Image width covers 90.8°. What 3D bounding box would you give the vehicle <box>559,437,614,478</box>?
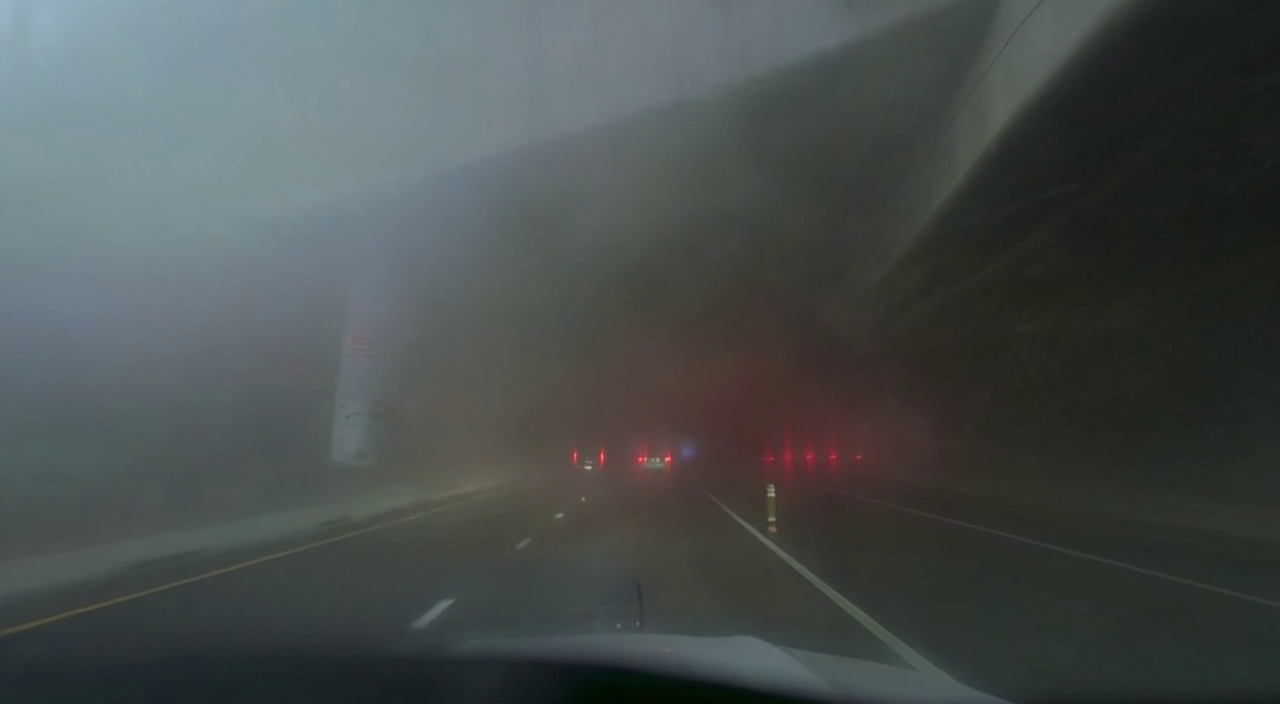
[{"bbox_3d":[-2.434,4.940,29.751,1.961,1.725,4.315,0,-9,3],"label":"vehicle"}]
